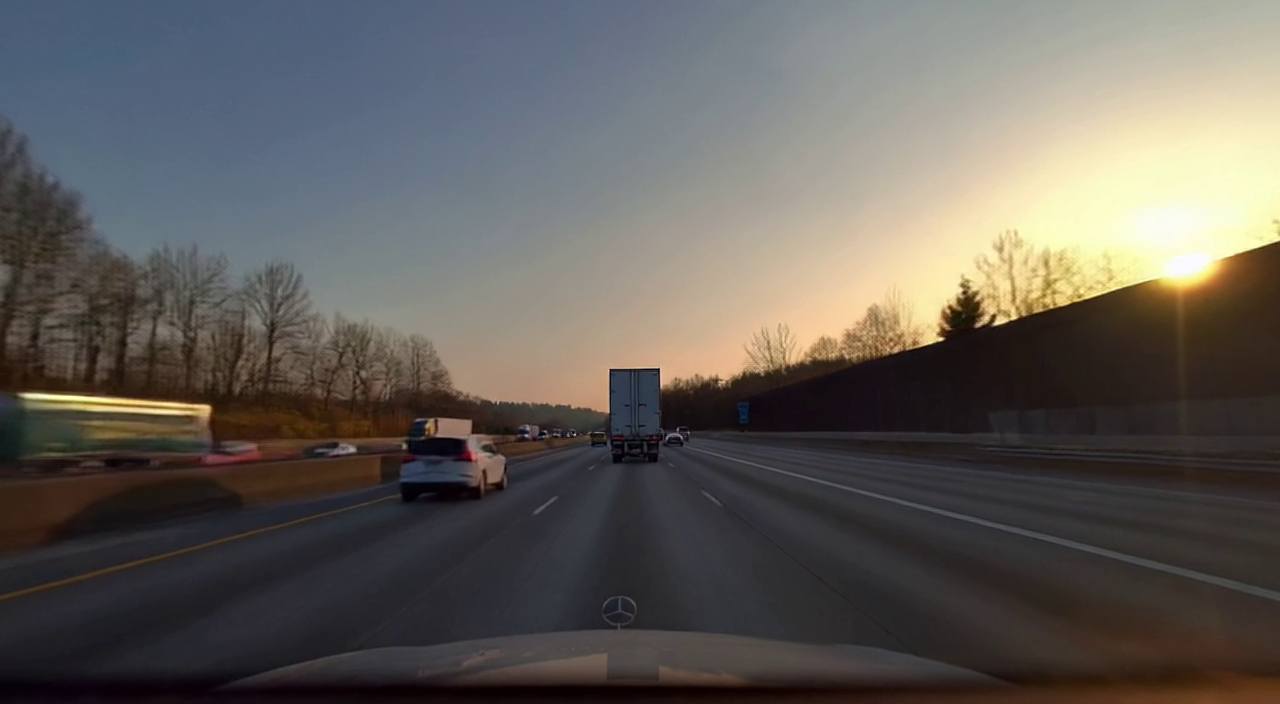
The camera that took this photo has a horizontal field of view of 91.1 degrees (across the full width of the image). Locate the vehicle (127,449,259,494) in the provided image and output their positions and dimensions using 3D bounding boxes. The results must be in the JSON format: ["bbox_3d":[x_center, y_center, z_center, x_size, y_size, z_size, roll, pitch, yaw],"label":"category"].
[{"bbox_3d":[-17.827,4.763,25.432,1.937,1.517,4.626,0,-8,0],"label":"vehicle"}]

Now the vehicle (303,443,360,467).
[{"bbox_3d":[-21.515,7.171,44.005,1.842,1.540,4.093,0,-8,1],"label":"vehicle"}]

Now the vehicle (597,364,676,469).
[{"bbox_3d":[-0.194,3.540,32.130,2.965,3.972,16.689,0,-8,0],"label":"vehicle"}]

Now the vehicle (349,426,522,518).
[{"bbox_3d":[-3.857,2.316,12.816,2.005,1.521,4.454,0,-8,0],"label":"vehicle"}]
